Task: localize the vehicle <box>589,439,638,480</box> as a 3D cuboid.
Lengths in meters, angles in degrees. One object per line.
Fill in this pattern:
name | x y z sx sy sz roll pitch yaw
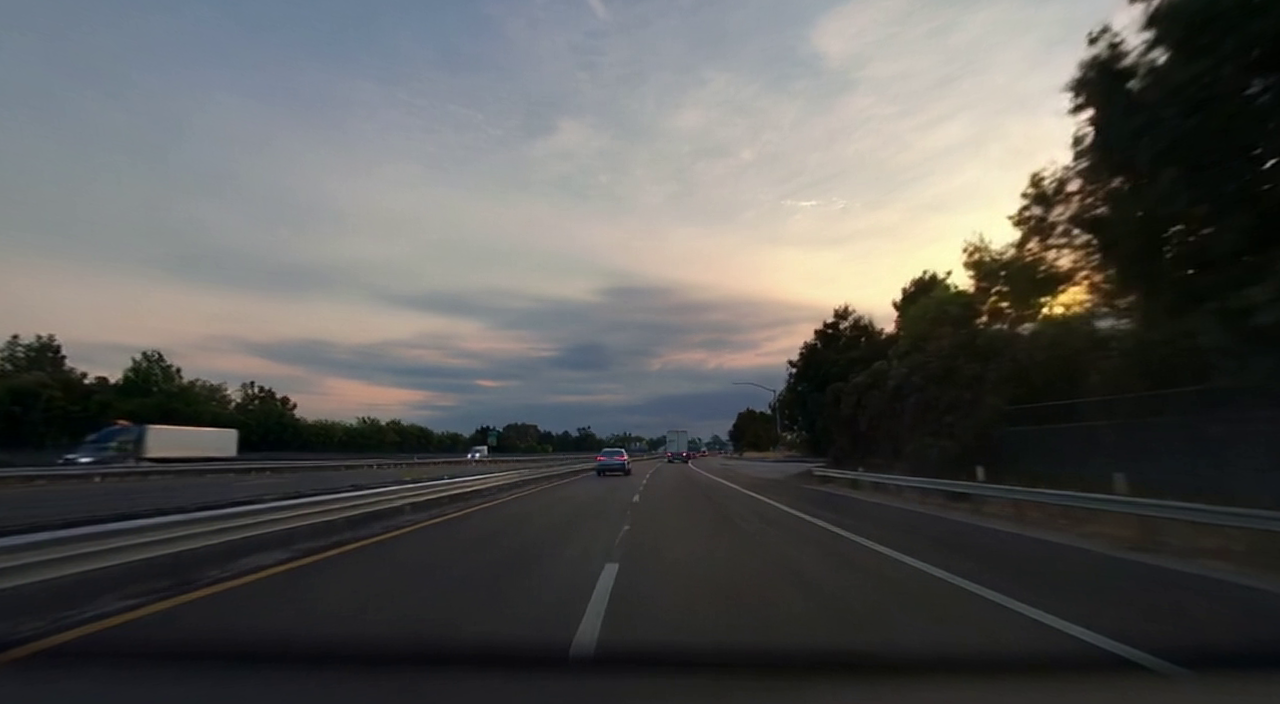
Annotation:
vehicle | -1.370 5.857 34.443 2.271 2.049 4.894 -1 -9 3
